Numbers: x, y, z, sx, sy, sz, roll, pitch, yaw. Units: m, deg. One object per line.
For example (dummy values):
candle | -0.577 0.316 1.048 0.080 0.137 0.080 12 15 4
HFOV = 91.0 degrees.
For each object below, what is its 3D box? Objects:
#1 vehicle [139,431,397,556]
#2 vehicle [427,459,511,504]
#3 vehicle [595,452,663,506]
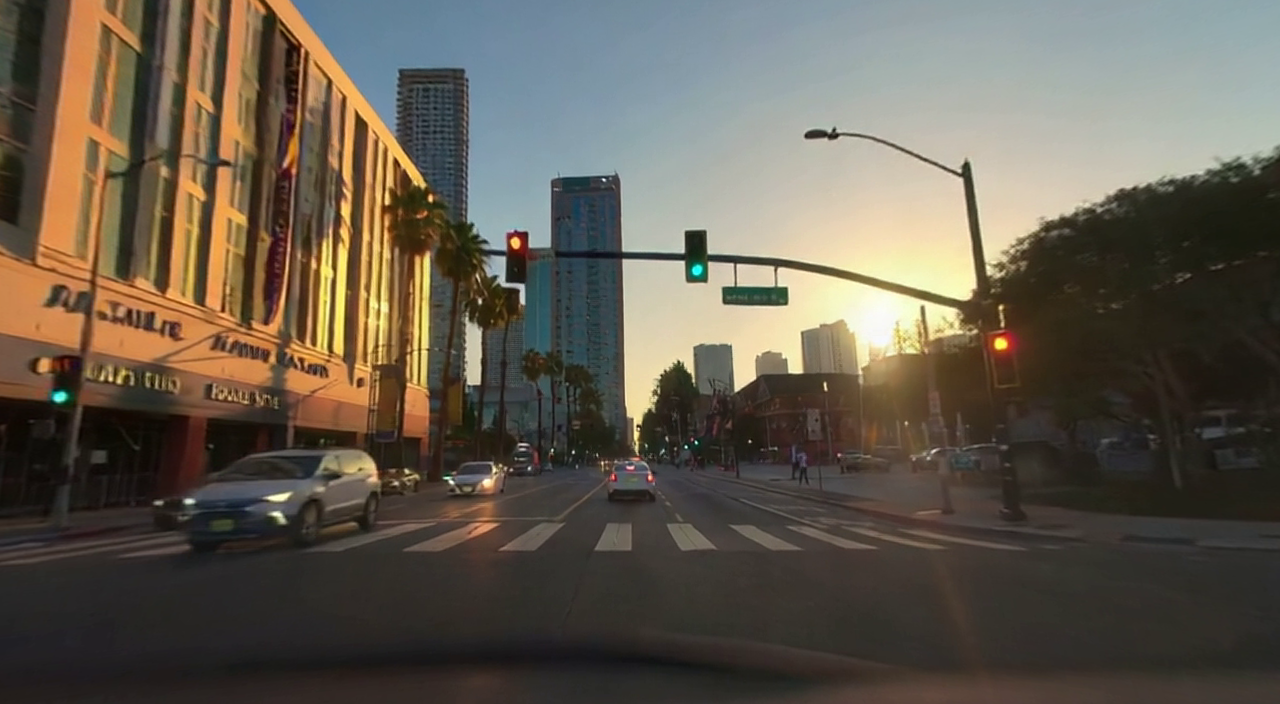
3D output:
vehicle | -6.668 2.560 12.140 2.070 1.893 4.738 0 -9 0
vehicle | -6.413 4.884 24.168 1.951 1.476 4.452 0 -9 1
vehicle | -0.380 4.294 21.729 2.145 1.632 3.972 0 -9 -1
